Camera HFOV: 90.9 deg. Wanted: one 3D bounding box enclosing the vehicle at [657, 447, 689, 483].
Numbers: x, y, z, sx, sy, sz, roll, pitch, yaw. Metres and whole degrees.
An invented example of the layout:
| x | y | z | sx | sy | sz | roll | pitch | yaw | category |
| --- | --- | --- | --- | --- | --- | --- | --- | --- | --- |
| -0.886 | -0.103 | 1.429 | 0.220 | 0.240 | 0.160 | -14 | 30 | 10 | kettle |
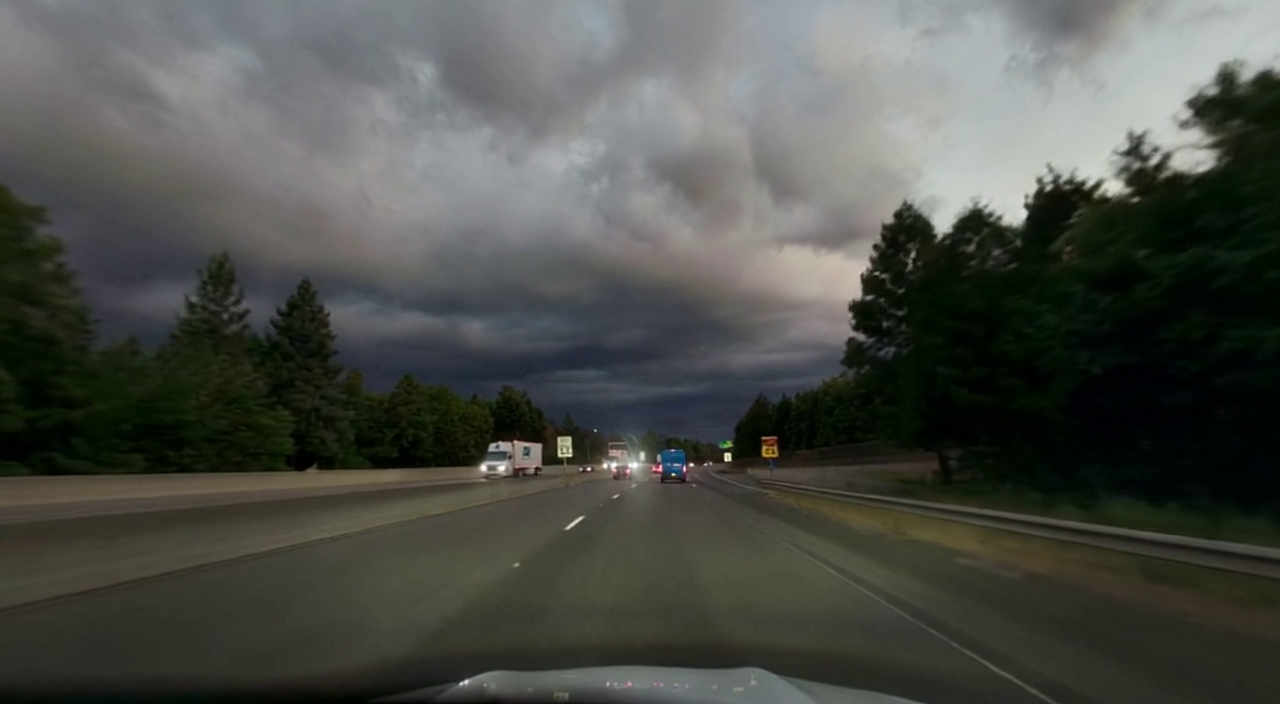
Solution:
| x | y | z | sx | sy | sz | roll | pitch | yaw | category |
| --- | --- | --- | --- | --- | --- | --- | --- | --- | --- |
| 2.603 | 8.954 | 49.633 | 2.366 | 2.595 | 5.793 | 0 | -11 | 2 | vehicle |
